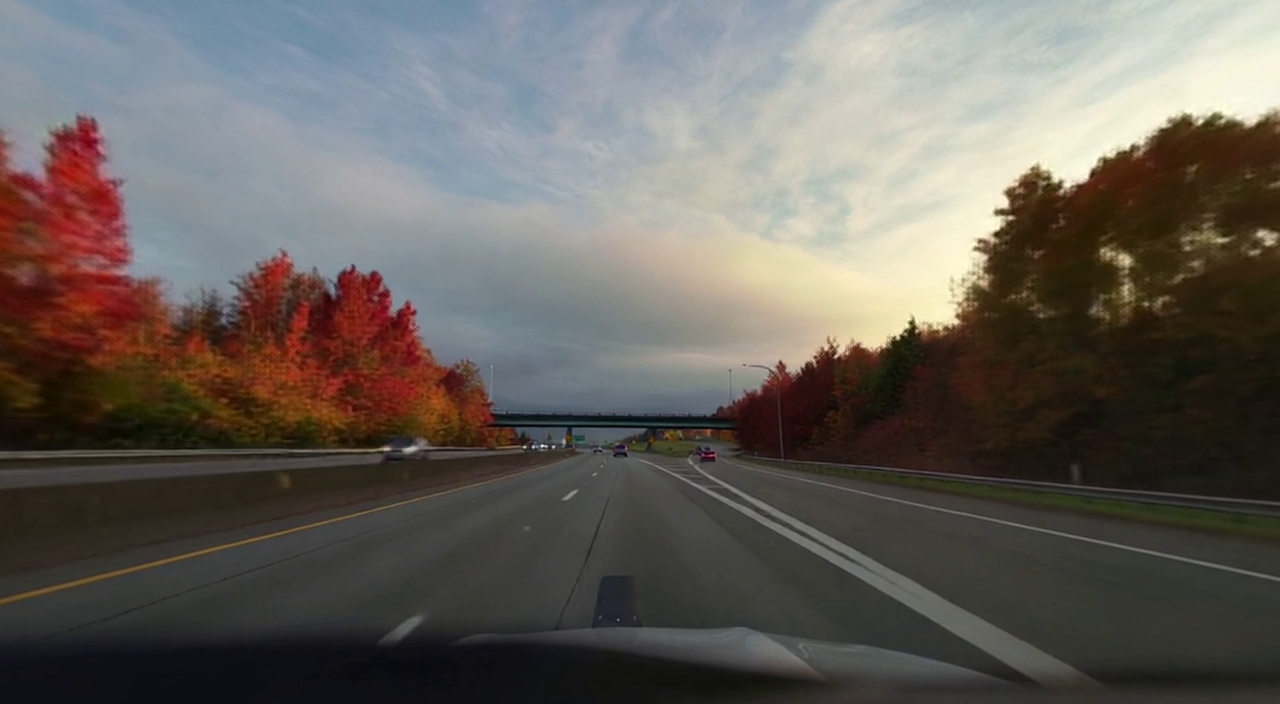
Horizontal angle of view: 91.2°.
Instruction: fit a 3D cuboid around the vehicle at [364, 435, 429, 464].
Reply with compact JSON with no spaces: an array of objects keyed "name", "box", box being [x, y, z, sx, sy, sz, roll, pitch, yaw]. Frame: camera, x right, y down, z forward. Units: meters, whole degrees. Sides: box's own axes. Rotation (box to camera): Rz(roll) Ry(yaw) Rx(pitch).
[{"name":"vehicle","box":[-13.646,5.503,35.375,1.907,1.473,4.490,0,-9,-1]}]
